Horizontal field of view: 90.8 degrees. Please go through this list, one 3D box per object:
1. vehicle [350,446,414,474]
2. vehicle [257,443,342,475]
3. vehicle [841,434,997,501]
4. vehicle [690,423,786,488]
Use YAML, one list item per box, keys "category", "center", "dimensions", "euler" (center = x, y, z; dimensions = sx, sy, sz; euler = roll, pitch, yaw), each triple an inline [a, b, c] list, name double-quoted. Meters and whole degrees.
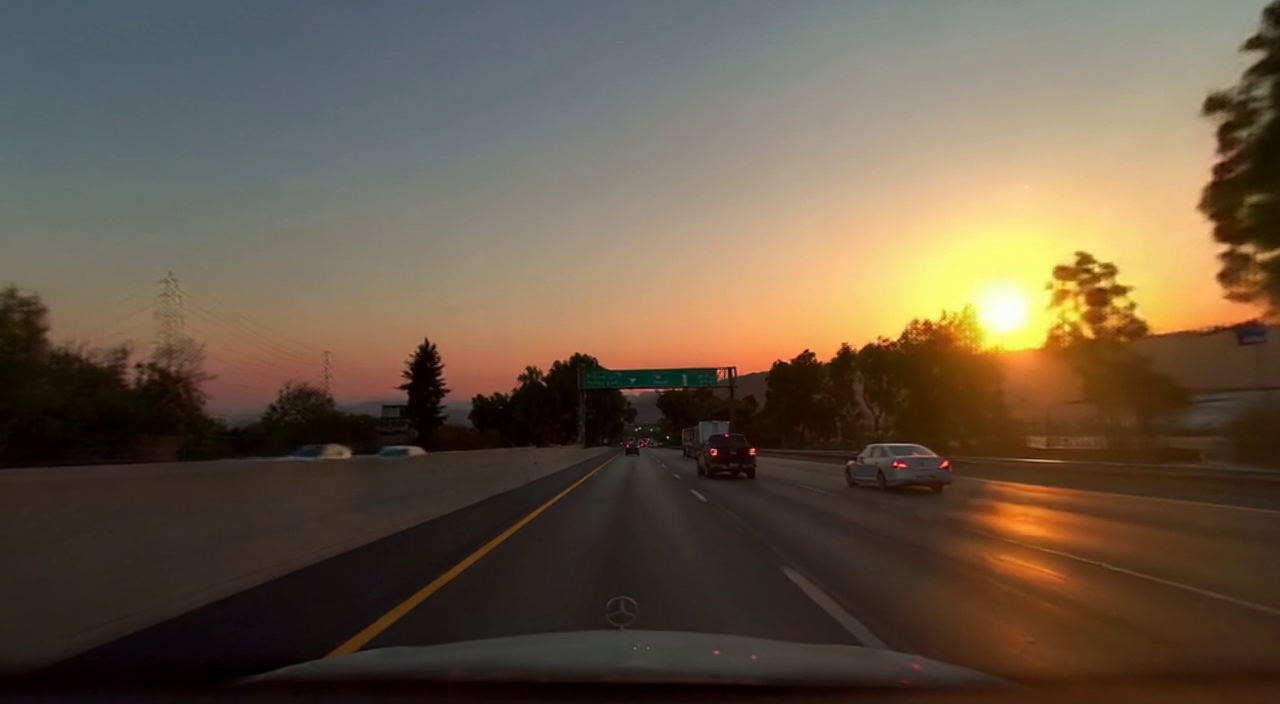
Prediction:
- category: "vehicle"
  center: [-14.521, 6.086, 35.840]
  dimensions: [1.834, 1.458, 4.259]
  euler: [0, -8, -1]
- category: "vehicle"
  center: [-18.453, 5.765, 34.465]
  dimensions: [2.209, 1.570, 4.395]
  euler: [0, -8, -1]
- category: "vehicle"
  center: [6.822, 2.851, 16.027]
  dimensions: [2.009, 1.456, 4.097]
  euler: [0, -8, -1]
- category: "vehicle"
  center: [2.987, 3.330, 20.573]
  dimensions: [2.258, 1.824, 4.908]
  euler: [0, -8, -1]
